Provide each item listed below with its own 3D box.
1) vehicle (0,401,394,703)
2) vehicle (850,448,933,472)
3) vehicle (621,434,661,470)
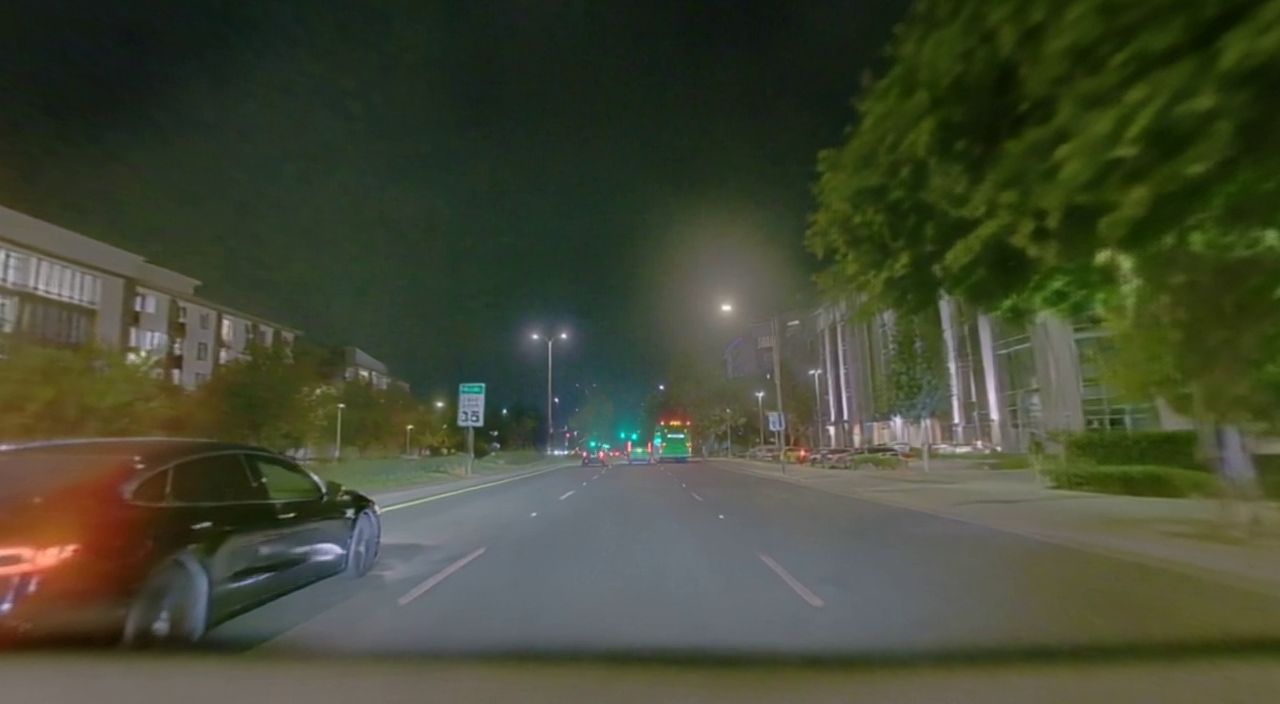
[{"bbox_3d":[-3.621,1.195,4.184,2.120,1.481,4.535,0,-9,0],"label":"vehicle"},{"bbox_3d":[16.608,7.129,41.924,4.682,1.507,1.878,0,-9,0],"label":"vehicle"},{"bbox_3d":[0.061,6.239,39.575,2.336,2.122,5.207,0,-9,0],"label":"vehicle"}]
